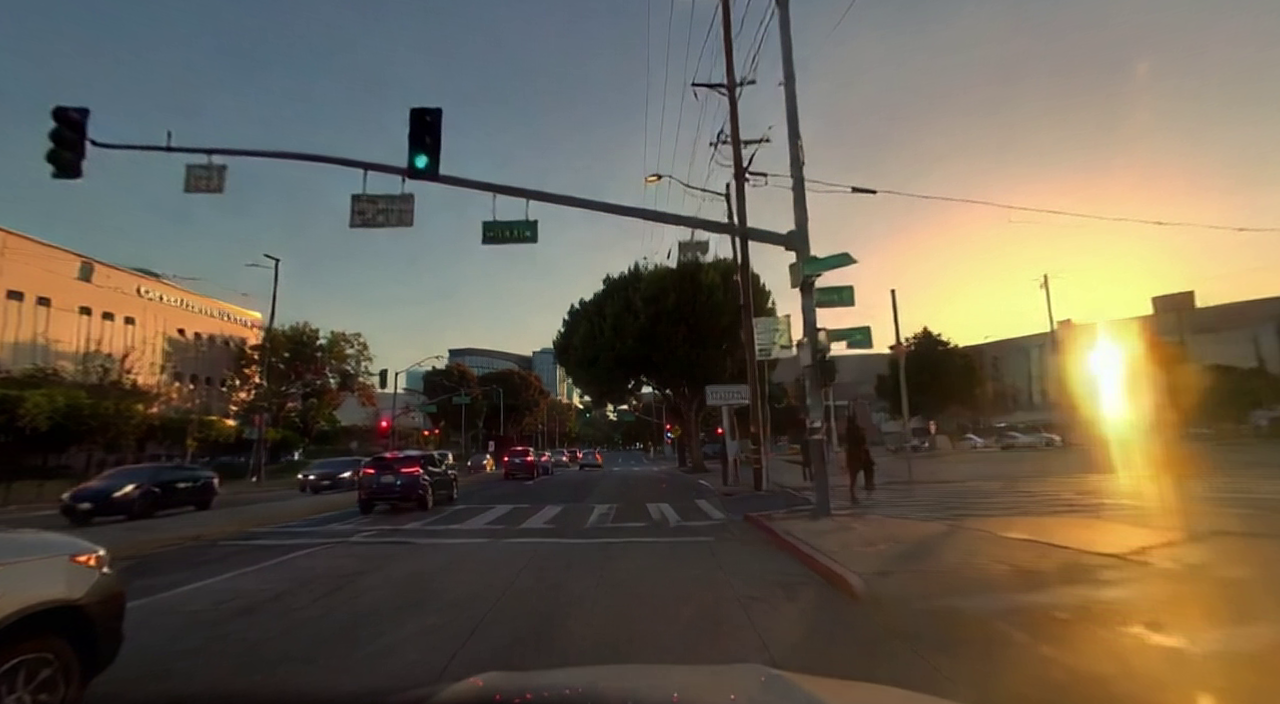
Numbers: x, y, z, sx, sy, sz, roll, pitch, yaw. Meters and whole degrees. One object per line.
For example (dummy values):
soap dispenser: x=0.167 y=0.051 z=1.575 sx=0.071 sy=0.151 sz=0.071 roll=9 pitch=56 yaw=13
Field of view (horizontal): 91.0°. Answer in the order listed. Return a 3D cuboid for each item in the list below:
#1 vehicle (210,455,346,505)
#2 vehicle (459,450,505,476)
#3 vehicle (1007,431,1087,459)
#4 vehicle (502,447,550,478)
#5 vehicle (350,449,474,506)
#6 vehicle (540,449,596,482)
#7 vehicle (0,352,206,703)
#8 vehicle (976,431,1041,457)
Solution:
vehicle: x=-12.516 y=4.418 z=22.171 sx=1.973 sy=1.496 sz=4.448 roll=0 pitch=-9 yaw=3
vehicle: x=-11.409 y=8.001 z=45.766 sx=1.985 sy=1.756 sz=4.665 roll=0 pitch=-9 yaw=2
vehicle: x=27.461 y=6.353 z=42.672 sx=2.083 sy=1.668 sz=4.638 roll=-1 pitch=-10 yaw=-3
vehicle: x=-6.669 y=6.495 z=37.207 sx=2.012 sy=1.664 sz=3.917 roll=0 pitch=-9 yaw=1
vehicle: x=-6.593 y=3.663 z=18.851 sx=1.960 sy=1.479 sz=4.654 roll=0 pitch=-9 yaw=0
vehicle: x=-3.431 y=5.538 z=30.951 sx=2.147 sy=1.472 sz=4.406 roll=0 pitch=-9 yaw=1
vehicle: x=-3.358 y=0.647 z=1.039 sx=2.042 sy=1.673 sz=4.516 roll=0 pitch=-9 yaw=0
vehicle: x=24.652 y=6.213 z=42.253 sx=1.690 sy=1.559 sz=3.521 roll=5 pitch=-10 yaw=-14
